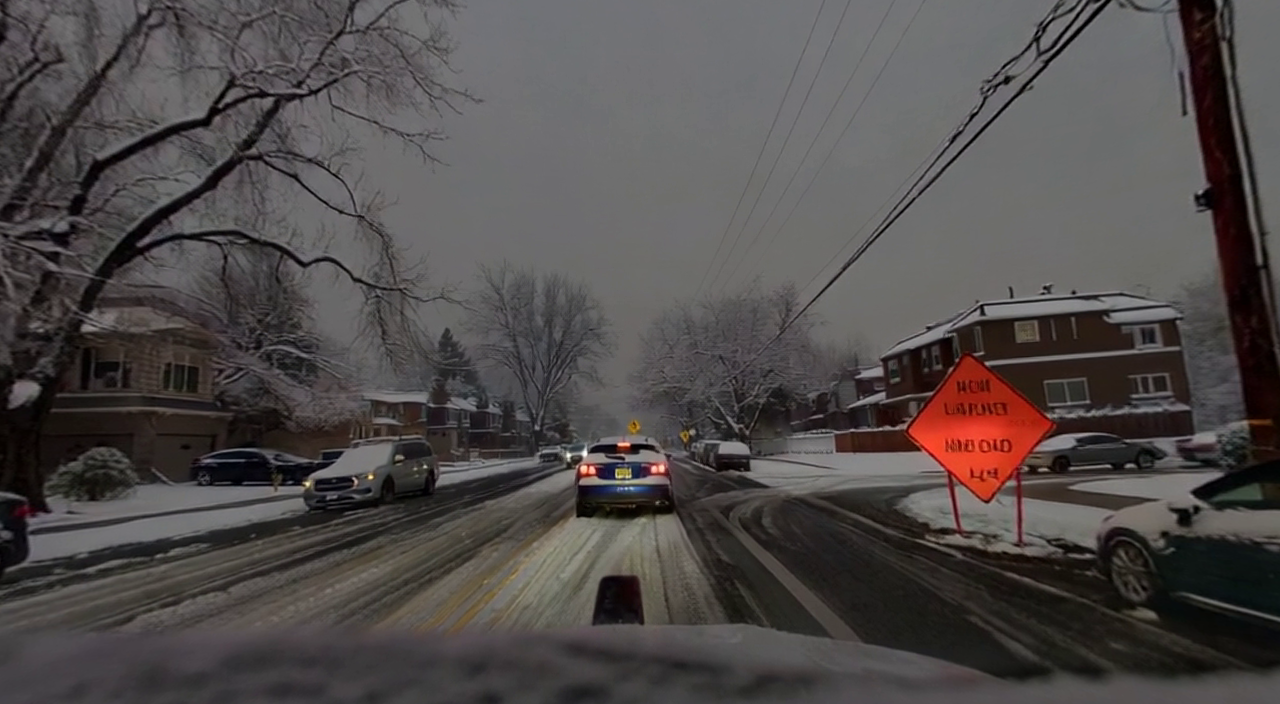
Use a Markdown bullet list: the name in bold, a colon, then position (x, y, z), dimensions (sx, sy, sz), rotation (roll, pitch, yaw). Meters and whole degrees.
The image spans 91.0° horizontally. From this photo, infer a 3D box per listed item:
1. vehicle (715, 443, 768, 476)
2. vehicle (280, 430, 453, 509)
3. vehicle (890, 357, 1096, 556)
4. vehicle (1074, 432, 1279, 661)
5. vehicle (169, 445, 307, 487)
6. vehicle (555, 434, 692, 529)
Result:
- **vehicle**: position (4.917, 5.268, 30.990), dimensions (1.985, 1.481, 4.116), rotation (0, -9, 1)
- **vehicle**: position (-8.150, 3.563, 19.727), dimensions (2.659, 2.047, 6.014), rotation (0, -9, 0)
- **vehicle**: position (5.272, 1.577, 9.828), dimensions (1.409, 2.648, 2.645), rotation (1, -9, -4)
- **vehicle**: position (5.109, 1.203, 3.654), dimensions (1.864, 1.480, 4.587), rotation (0, -9, -1)
- **vehicle**: position (-16.637, 4.726, 26.218), dimensions (4.468, 1.517, 1.796), rotation (-1, -9, -2)
- **vehicle**: position (-0.239, 2.358, 12.065), dimensions (2.151, 1.481, 4.084), rotation (0, -9, 1)
